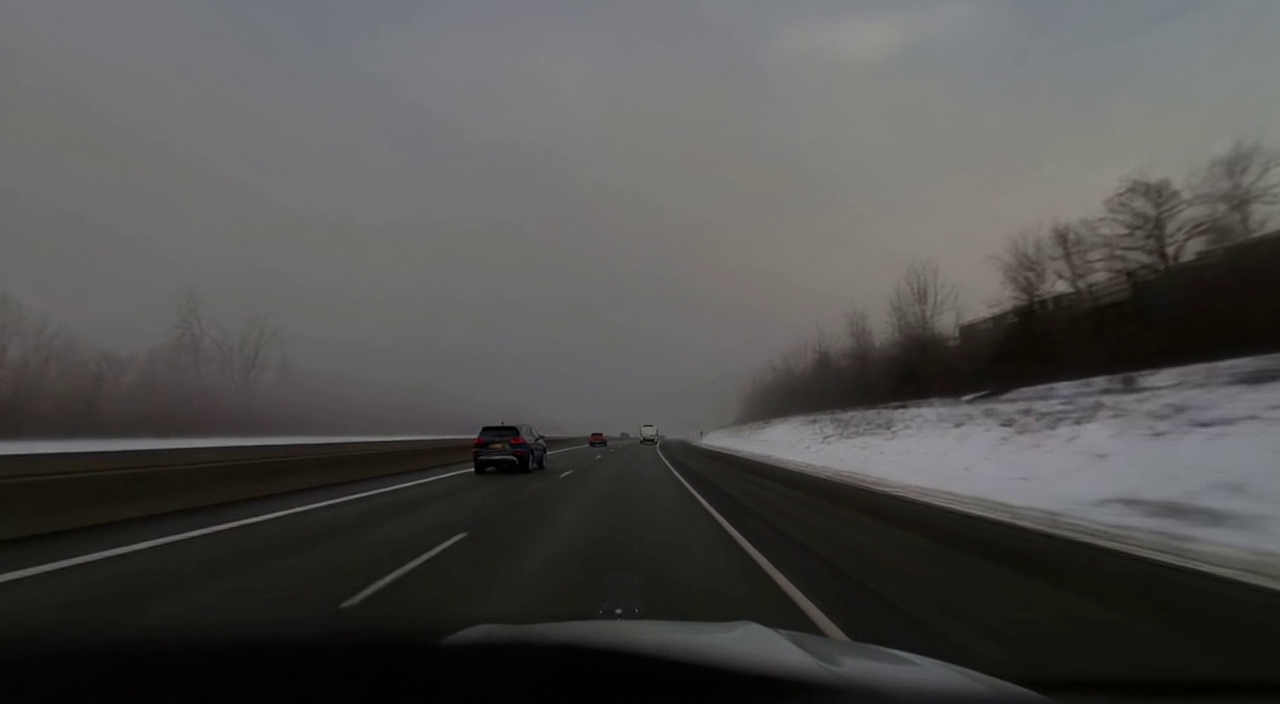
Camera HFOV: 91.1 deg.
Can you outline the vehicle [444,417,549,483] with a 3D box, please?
[{"bbox_3d":[-4.008,2.827,18.403,2.018,1.678,4.312,0,-8,1],"label":"vehicle"}]
